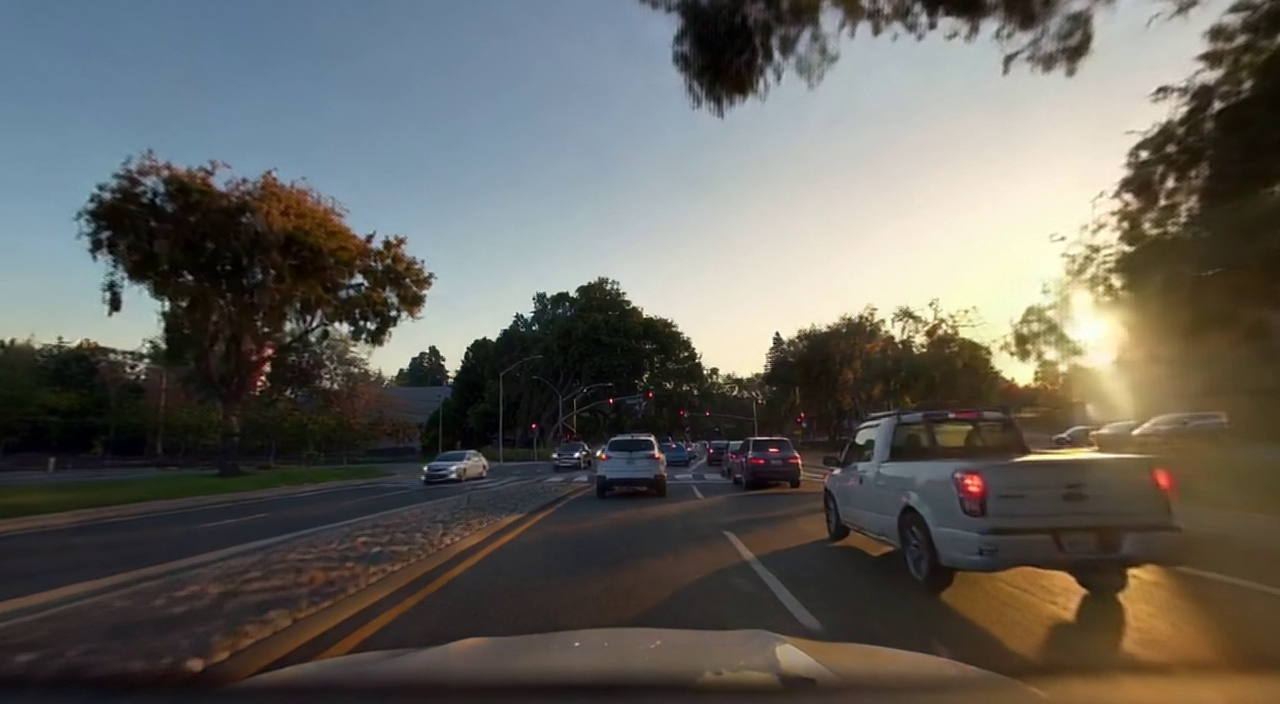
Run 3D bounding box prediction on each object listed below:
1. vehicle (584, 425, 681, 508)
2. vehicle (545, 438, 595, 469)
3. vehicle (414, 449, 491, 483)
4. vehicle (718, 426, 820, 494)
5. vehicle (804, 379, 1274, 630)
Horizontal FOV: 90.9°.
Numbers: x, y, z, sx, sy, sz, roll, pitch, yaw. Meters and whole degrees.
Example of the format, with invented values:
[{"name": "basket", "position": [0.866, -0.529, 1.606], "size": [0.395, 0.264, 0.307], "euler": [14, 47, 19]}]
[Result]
[{"name": "vehicle", "position": [-0.050, 2.803, 15.779], "size": [2.113, 1.768, 3.901], "euler": [0, -9, 4]}, {"name": "vehicle", "position": [-4.789, 7.110, 44.232], "size": [2.355, 2.005, 5.673], "euler": [-1, -9, 6]}, {"name": "vehicle", "position": [-9.014, 5.510, 30.855], "size": [1.953, 1.476, 4.747], "euler": [-1, -9, 5]}, {"name": "vehicle", "position": [3.959, 3.464, 20.569], "size": [2.317, 1.857, 5.940], "euler": [0, -9, 2]}, {"name": "vehicle", "position": [3.434, 1.431, 6.869], "size": [2.114, 1.765, 4.647], "euler": [0, -9, 1]}]
